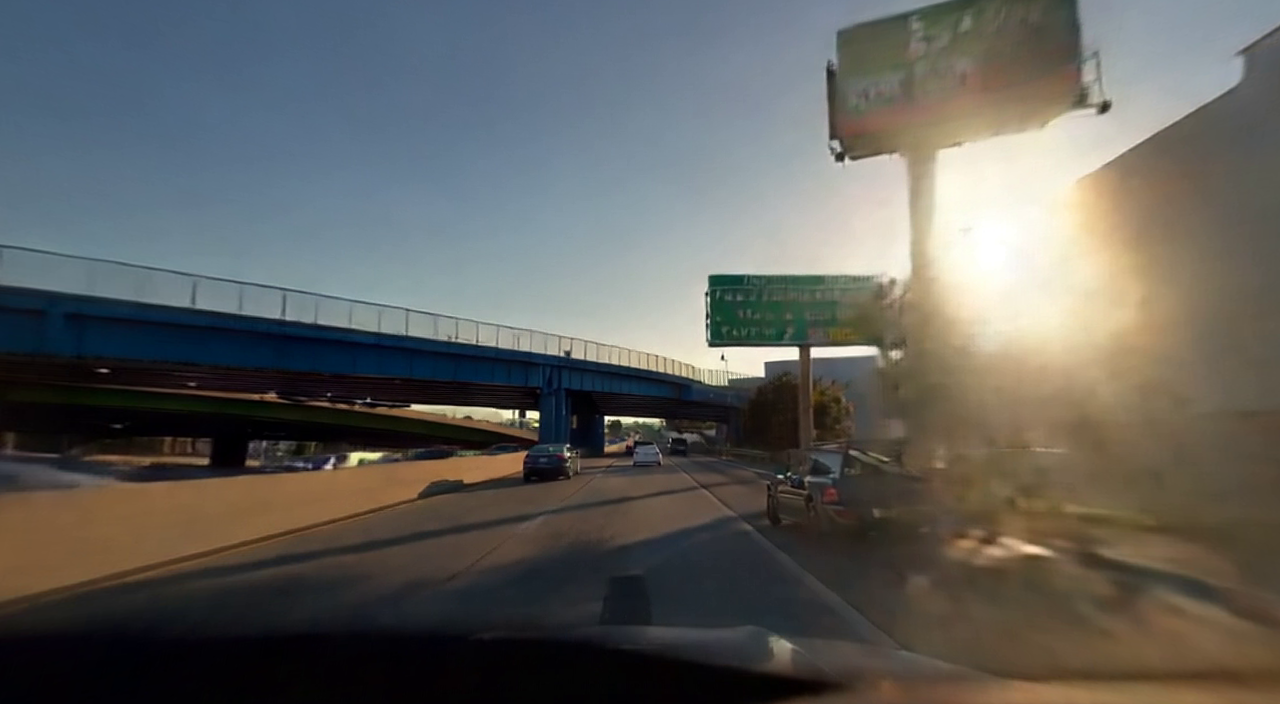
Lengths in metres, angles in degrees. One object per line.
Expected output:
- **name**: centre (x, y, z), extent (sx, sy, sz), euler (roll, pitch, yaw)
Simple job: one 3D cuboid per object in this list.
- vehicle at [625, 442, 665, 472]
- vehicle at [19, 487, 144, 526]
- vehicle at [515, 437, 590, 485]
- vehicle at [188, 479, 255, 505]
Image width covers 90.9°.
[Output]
- **vehicle**: centre (0.252, 5.280, 31.953), extent (1.877, 1.386, 3.872), euler (0, -8, 0)
- **vehicle**: centre (-28.323, 7.840, 32.227), extent (2.125, 1.513, 4.588), euler (0, -8, 1)
- **vehicle**: centre (-3.130, 4.003, 23.397), extent (2.064, 1.589, 4.213), euler (0, -8, 2)
- **vehicle**: centre (-31.783, 10.625, 48.097), extent (2.059, 1.636, 4.402), euler (0, -8, 0)
